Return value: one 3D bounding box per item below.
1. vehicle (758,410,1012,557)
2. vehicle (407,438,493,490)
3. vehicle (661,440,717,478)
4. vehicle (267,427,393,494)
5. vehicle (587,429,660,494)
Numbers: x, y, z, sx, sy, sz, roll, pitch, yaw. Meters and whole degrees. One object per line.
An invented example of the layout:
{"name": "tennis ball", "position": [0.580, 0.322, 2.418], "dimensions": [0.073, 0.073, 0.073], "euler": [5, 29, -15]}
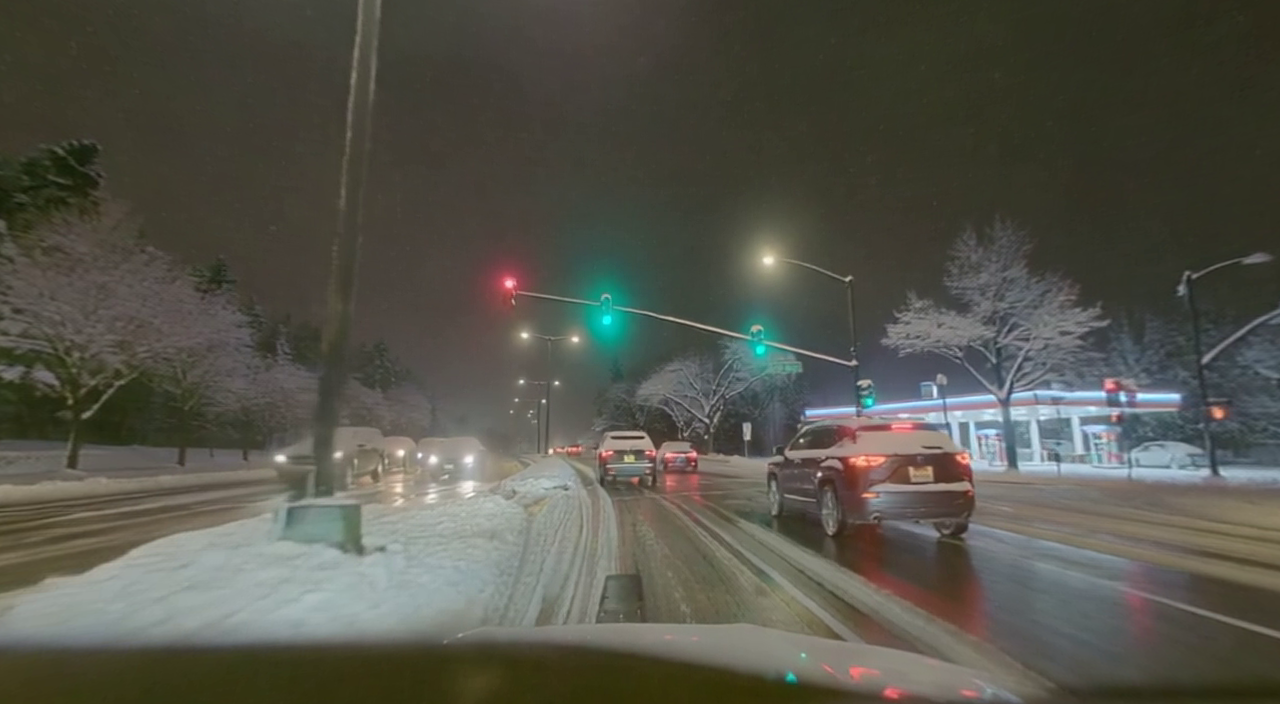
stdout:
{"name": "vehicle", "position": [3.378, 1.900, 9.778], "dimensions": [2.000, 1.745, 4.206], "euler": [1, -8, -4]}
{"name": "vehicle", "position": [-6.174, 3.663, 20.972], "dimensions": [1.987, 1.505, 4.337], "euler": [1, -8, -7]}
{"name": "vehicle", "position": [2.159, 4.813, 28.569], "dimensions": [1.800, 1.592, 3.658], "euler": [1, -8, -7]}
{"name": "vehicle", "position": [-9.082, 3.195, 18.903], "dimensions": [1.992, 1.755, 4.283], "euler": [1, -8, -6]}
{"name": "vehicle", "position": [-0.612, 3.368, 19.715], "dimensions": [2.051, 1.798, 4.168], "euler": [1, -8, -4]}
